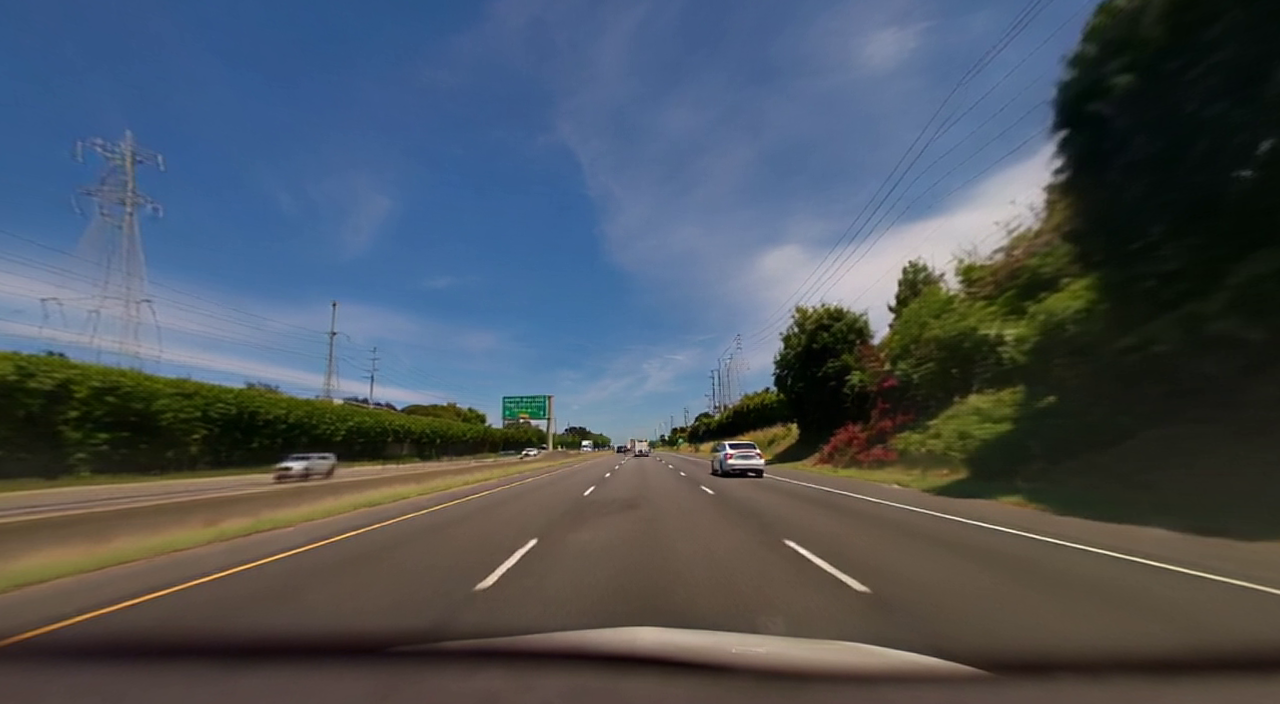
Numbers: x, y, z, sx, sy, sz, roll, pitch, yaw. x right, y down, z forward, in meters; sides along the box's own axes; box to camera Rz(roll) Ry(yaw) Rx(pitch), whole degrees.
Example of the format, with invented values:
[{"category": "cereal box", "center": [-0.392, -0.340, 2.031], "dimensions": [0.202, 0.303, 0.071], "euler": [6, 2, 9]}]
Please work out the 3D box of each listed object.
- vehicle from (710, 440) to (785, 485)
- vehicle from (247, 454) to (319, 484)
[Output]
[{"category": "vehicle", "center": [3.982, 4.162, 23.876], "dimensions": [2.054, 1.565, 4.089], "euler": [0, -9, -1]}, {"category": "vehicle", "center": [-19.870, 6.502, 35.074], "dimensions": [1.774, 1.490, 3.759], "euler": [0, -9, 0]}]
